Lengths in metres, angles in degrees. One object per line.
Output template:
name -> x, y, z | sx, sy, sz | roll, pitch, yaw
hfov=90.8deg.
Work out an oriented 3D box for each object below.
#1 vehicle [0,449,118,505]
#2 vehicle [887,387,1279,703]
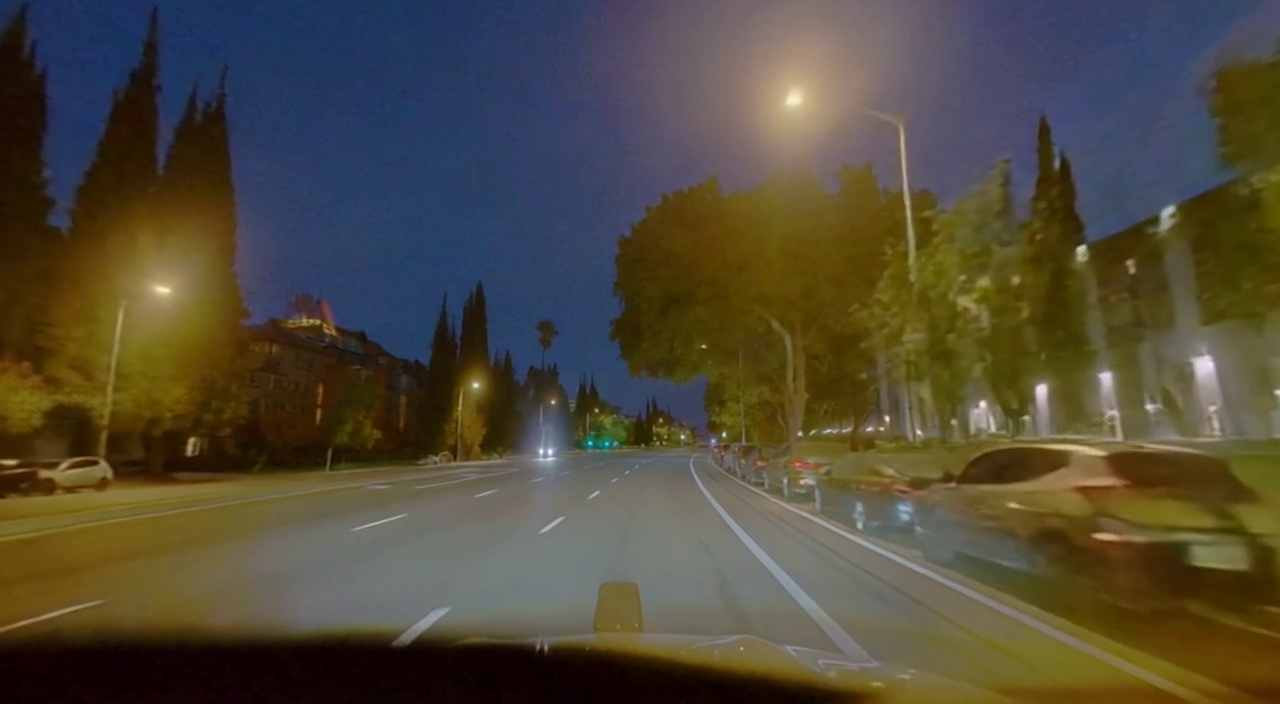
vehicle -> -23.128, 4.704, 24.134 | 2.171, 1.745, 4.867 | -2, -7, 1
vehicle -> 4.118, 1.345, 5.576 | 1.957, 1.657, 4.452 | 0, -9, -2
